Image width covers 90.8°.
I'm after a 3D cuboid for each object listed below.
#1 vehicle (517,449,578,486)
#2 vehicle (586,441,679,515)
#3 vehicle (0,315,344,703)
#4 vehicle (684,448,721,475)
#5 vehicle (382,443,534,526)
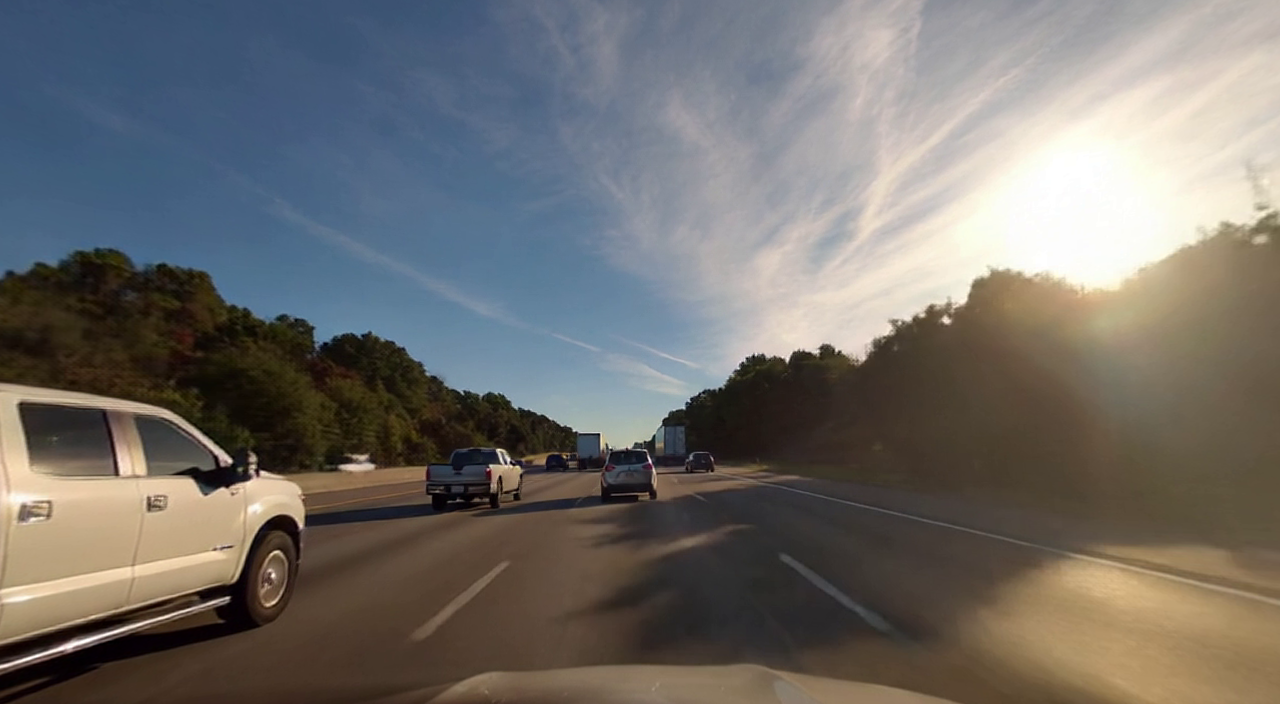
[{"bbox_3d":[-3.936,5.001,27.571,1.999,1.484,4.269,0,-9,0],"label":"vehicle"},{"bbox_3d":[-0.178,2.988,15.326,1.996,1.574,3.426,0,-9,-1],"label":"vehicle"},{"bbox_3d":[-3.906,0.884,3.317,2.243,1.889,4.949,0,-9,0],"label":"vehicle"},{"bbox_3d":[3.846,6.791,39.287,1.858,1.537,3.838,0,-9,-1],"label":"vehicle"},{"bbox_3d":[-3.699,2.777,13.790,1.988,1.501,4.438,0,-9,0],"label":"vehicle"}]
